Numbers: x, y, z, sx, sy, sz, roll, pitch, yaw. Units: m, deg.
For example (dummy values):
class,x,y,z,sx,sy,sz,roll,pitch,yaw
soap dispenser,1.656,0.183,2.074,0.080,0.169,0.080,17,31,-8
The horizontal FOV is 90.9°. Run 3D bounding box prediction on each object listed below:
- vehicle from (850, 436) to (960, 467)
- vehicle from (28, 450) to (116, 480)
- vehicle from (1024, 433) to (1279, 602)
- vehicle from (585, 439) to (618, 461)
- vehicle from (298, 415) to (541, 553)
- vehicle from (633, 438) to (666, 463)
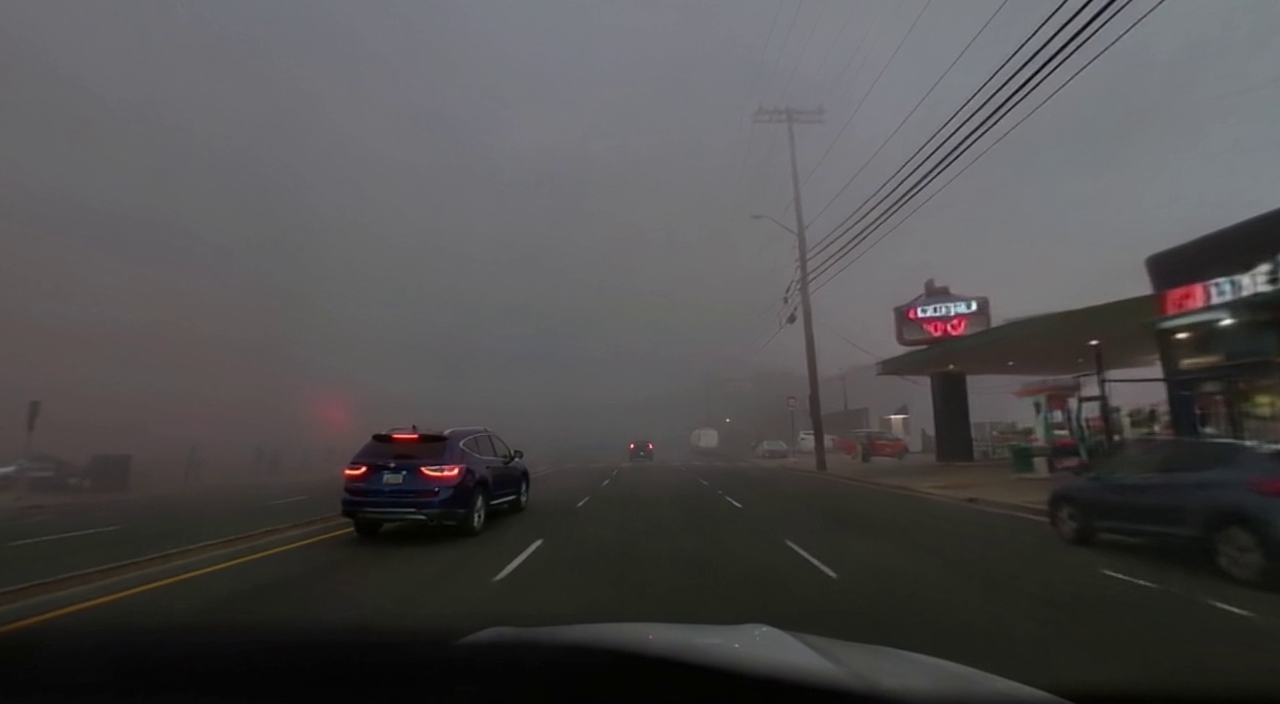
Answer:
class,x,y,z,sx,sy,sz,roll,pitch,yaw
vehicle,13.425,5.062,32.110,4.707,1.485,1.948,0,-9,-1
vehicle,-32.406,6.444,35.949,4.435,1.483,1.990,-5,-8,24
vehicle,6.679,1.726,7.265,1.896,1.497,4.032,0,-9,-1
vehicle,-2.745,7.085,45.584,1.950,1.450,4.257,0,-9,2
vehicle,-3.019,1.924,9.876,2.049,1.646,4.445,0,-9,2
vehicle,0.625,6.348,40.664,2.037,1.484,4.073,0,-9,1
